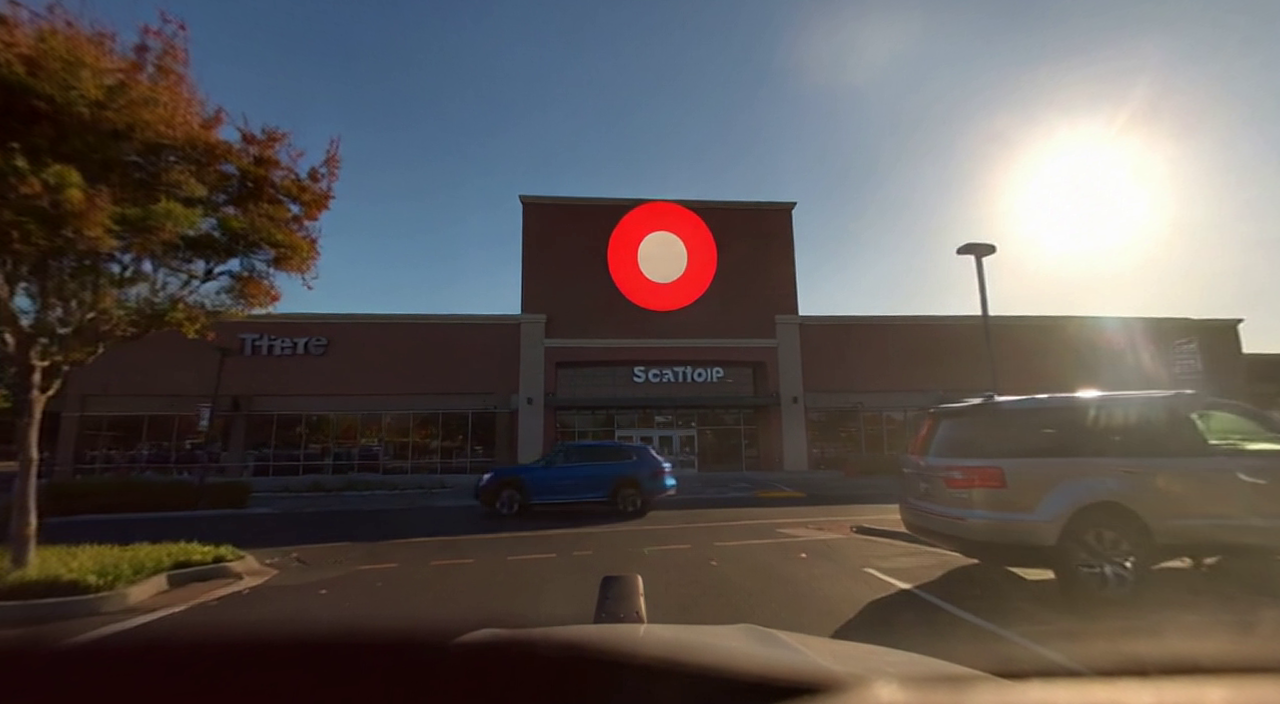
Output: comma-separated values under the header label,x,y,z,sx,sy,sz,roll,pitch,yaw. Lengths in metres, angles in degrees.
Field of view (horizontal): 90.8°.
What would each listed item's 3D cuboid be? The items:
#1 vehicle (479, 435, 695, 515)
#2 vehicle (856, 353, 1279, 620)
label,x,y,z,sx,sy,sz,roll,pitch,yaw
vehicle,-1.296,2.981,15.668,4.957,1.788,2.092,1,-9,-6
vehicle,4.983,1.168,6.062,4.864,1.916,2.413,1,-8,-6
